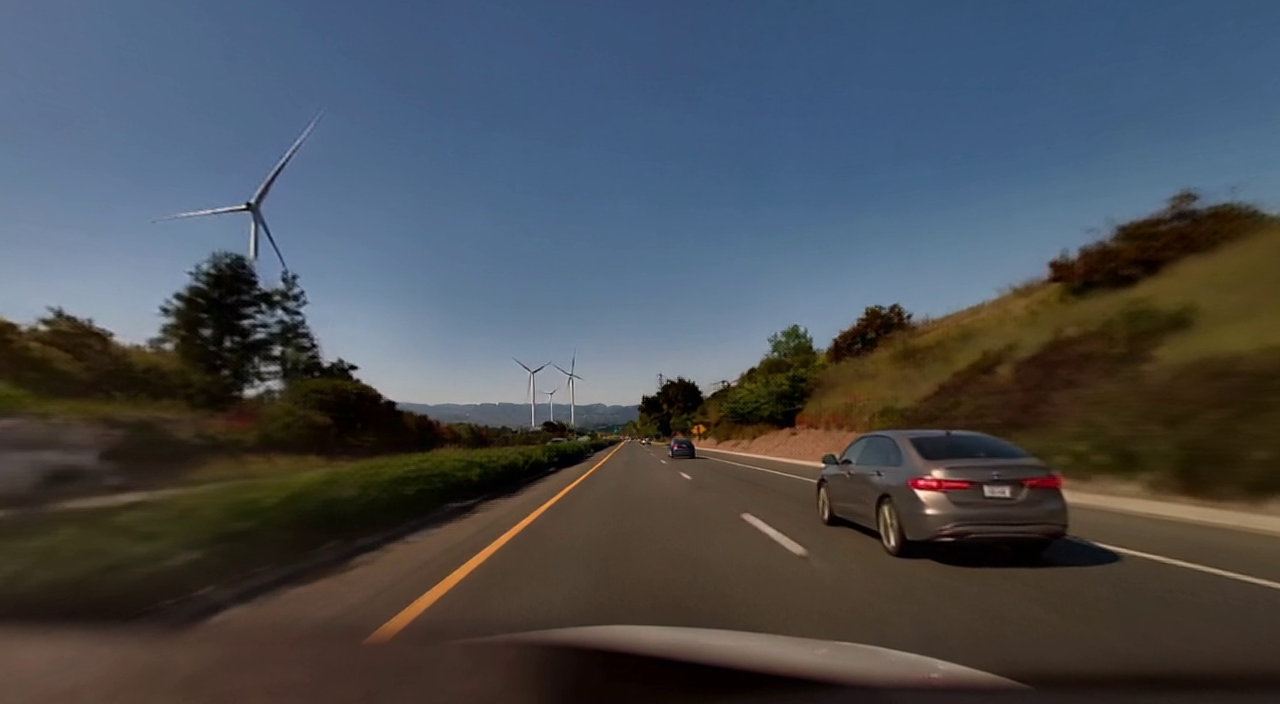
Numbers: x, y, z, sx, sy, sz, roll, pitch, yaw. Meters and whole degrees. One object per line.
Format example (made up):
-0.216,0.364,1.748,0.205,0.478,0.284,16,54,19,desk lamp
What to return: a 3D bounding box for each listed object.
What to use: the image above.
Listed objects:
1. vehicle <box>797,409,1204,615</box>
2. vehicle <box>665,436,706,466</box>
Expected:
3.439,1.572,7.250,2.038,1.624,4.312,0,-8,-1,vehicle
2.691,5.972,38.282,2.066,1.661,4.500,0,-8,-2,vehicle
